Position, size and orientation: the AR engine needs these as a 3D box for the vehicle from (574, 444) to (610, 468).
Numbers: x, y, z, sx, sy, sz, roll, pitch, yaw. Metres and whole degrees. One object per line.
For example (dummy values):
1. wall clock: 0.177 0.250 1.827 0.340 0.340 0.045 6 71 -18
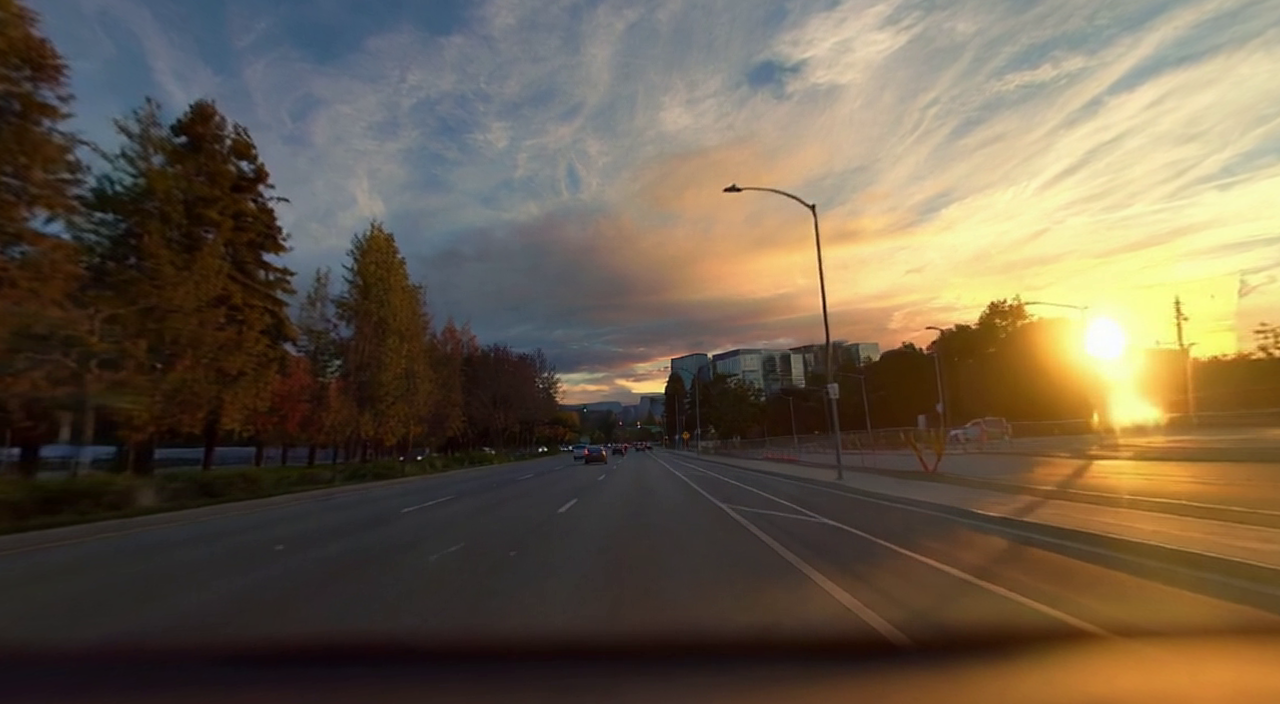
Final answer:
1. vehicle: -3.333 7.315 44.696 2.121 1.654 3.993 0 -8 1

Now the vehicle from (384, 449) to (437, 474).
1. vehicle: -15.311 7.287 42.327 1.899 1.518 4.305 0 -8 0
